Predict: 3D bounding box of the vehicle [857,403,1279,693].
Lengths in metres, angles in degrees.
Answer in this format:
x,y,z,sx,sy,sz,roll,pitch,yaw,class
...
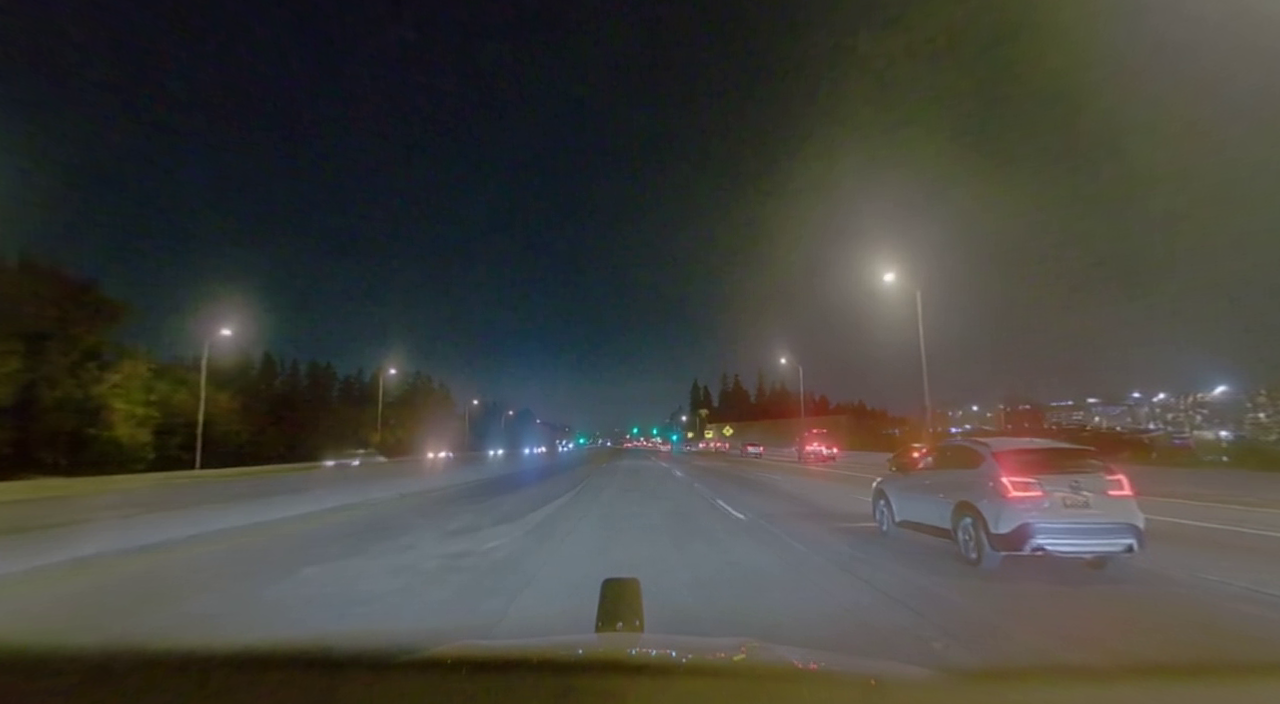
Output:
x,y,z,sx,sy,sz,roll,pitch,yaw,class
3.855,1.361,5.715,2.018,1.477,4.800,0,-8,-1,vehicle

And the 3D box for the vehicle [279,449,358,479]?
x,y,z,sx,sy,sz,roll,pitch,yaw,class
-14.546,5.055,28.824,1.620,1.198,3.811,0,-8,0,vehicle
